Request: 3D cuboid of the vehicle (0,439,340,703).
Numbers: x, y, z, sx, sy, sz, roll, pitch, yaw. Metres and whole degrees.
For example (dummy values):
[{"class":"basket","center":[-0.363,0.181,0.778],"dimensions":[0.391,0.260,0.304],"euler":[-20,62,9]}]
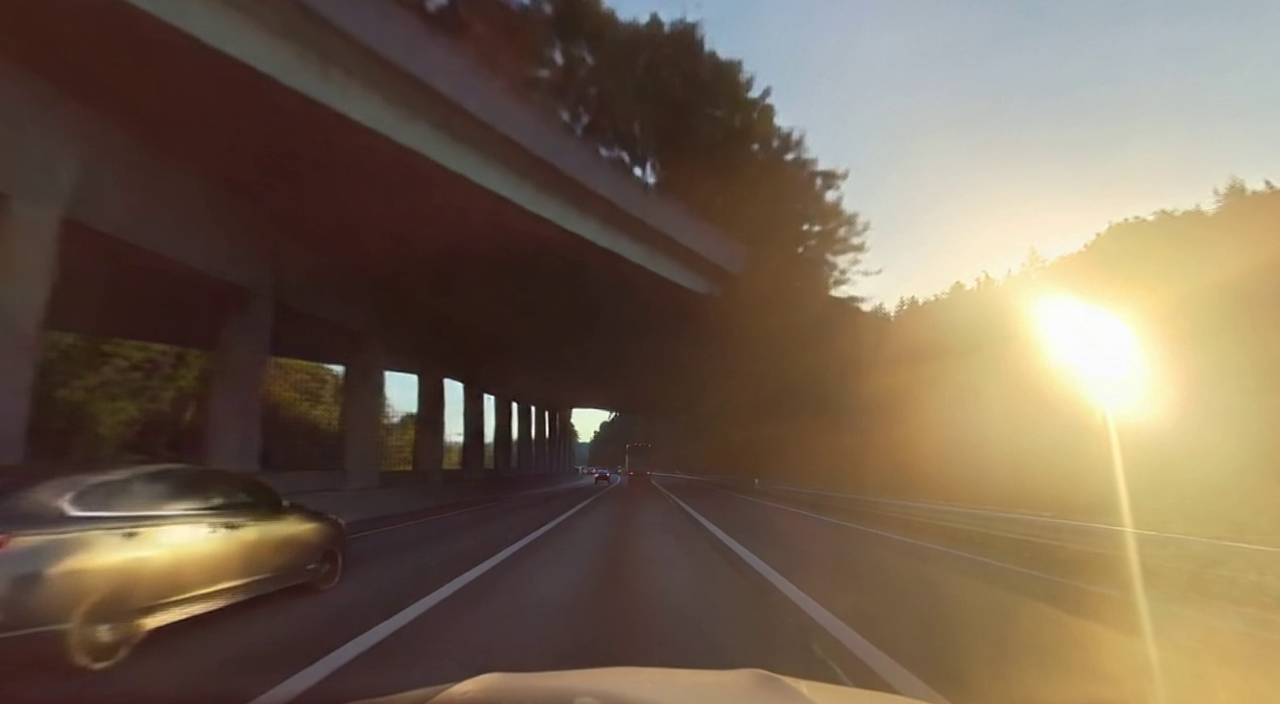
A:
[{"class":"vehicle","center":[-4.292,1.398,4.417],"dimensions":[1.950,1.460,4.812],"euler":[0,-10,1]}]
